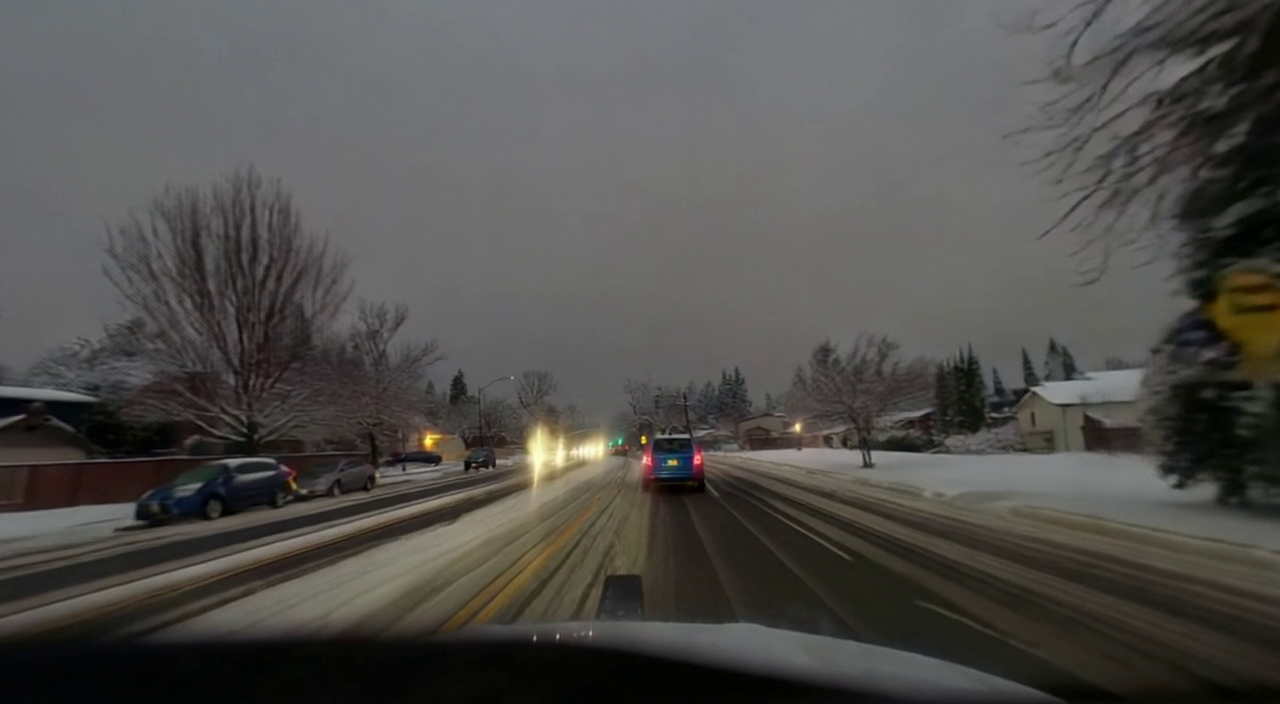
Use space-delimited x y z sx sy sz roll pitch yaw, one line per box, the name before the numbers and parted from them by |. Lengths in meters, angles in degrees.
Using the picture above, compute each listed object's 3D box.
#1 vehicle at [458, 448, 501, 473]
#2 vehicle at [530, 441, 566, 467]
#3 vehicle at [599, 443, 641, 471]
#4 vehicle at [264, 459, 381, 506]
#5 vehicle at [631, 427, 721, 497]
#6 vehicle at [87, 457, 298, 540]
vehicle | -11.925 8.070 47.247 2.188 1.813 4.478 0 -9 -2
vehicle | -7.193 8.040 49.788 2.146 1.912 4.878 0 -9 -1
vehicle | -1.166 5.793 35.072 2.196 1.449 4.006 0 -9 -4
vehicle | -11.512 4.743 23.305 1.831 1.464 4.520 0 -9 2
vehicle | 0.894 3.155 18.449 2.200 1.763 4.676 0 -9 -2
vehicle | -11.884 3.847 17.368 2.150 1.644 5.120 -6 -9 -1
